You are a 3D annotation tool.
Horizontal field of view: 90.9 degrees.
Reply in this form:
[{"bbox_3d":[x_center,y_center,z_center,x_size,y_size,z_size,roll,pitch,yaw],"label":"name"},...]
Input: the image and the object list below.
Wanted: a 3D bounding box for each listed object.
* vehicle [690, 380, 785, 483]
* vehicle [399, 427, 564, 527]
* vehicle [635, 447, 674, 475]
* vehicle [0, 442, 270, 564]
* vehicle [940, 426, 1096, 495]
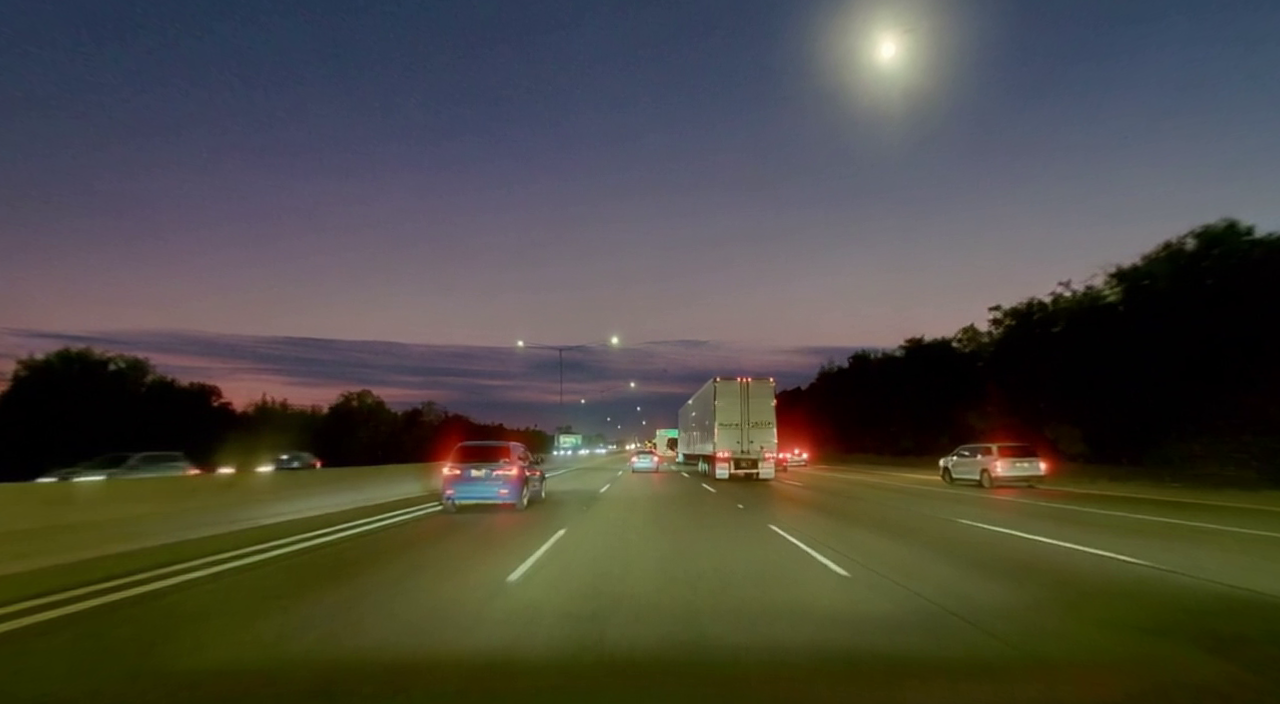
[{"bbox_3d":[4.387,4.119,31.504,2.821,4.077,12.562,0,-9,1],"label":"vehicle"},{"bbox_3d":[-3.099,2.576,13.528,2.237,1.745,4.575,0,-9,1],"label":"vehicle"},{"bbox_3d":[0.754,6.146,35.765,2.063,1.469,4.208,0,-9,0],"label":"vehicle"},{"bbox_3d":[-8.415,2.252,10.244,2.084,1.518,4.418,0,-9,0],"label":"vehicle"},{"bbox_3d":[11.275,3.262,19.275,2.041,1.824,4.376,0,-9,0],"label":"vehicle"}]
